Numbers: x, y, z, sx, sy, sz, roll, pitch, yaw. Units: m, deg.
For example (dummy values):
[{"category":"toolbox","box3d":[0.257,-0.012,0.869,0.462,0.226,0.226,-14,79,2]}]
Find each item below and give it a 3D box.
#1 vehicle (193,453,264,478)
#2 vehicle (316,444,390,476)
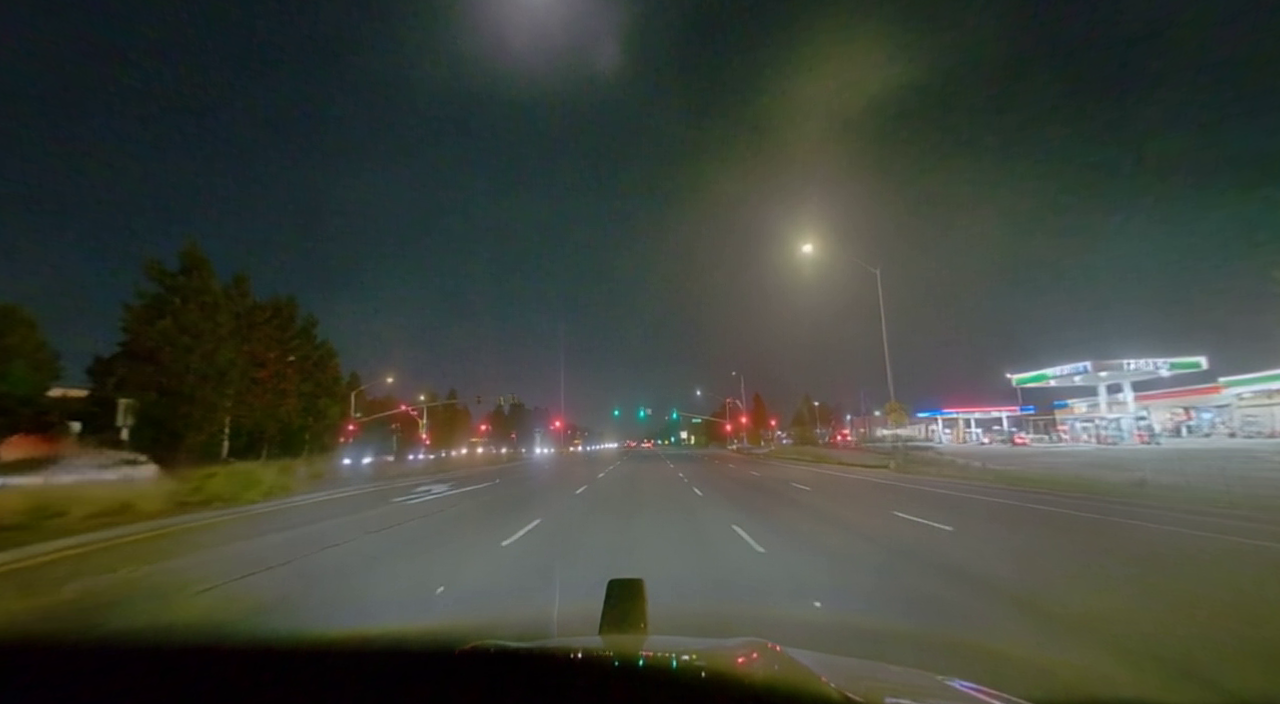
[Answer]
[{"category":"vehicle","box3d":[-26.448,7.284,40.655,1.851,1.421,3.935,0,-8,0]},{"category":"vehicle","box3d":[-14.812,5.569,32.811,1.880,1.496,4.246,0,-8,0]}]
